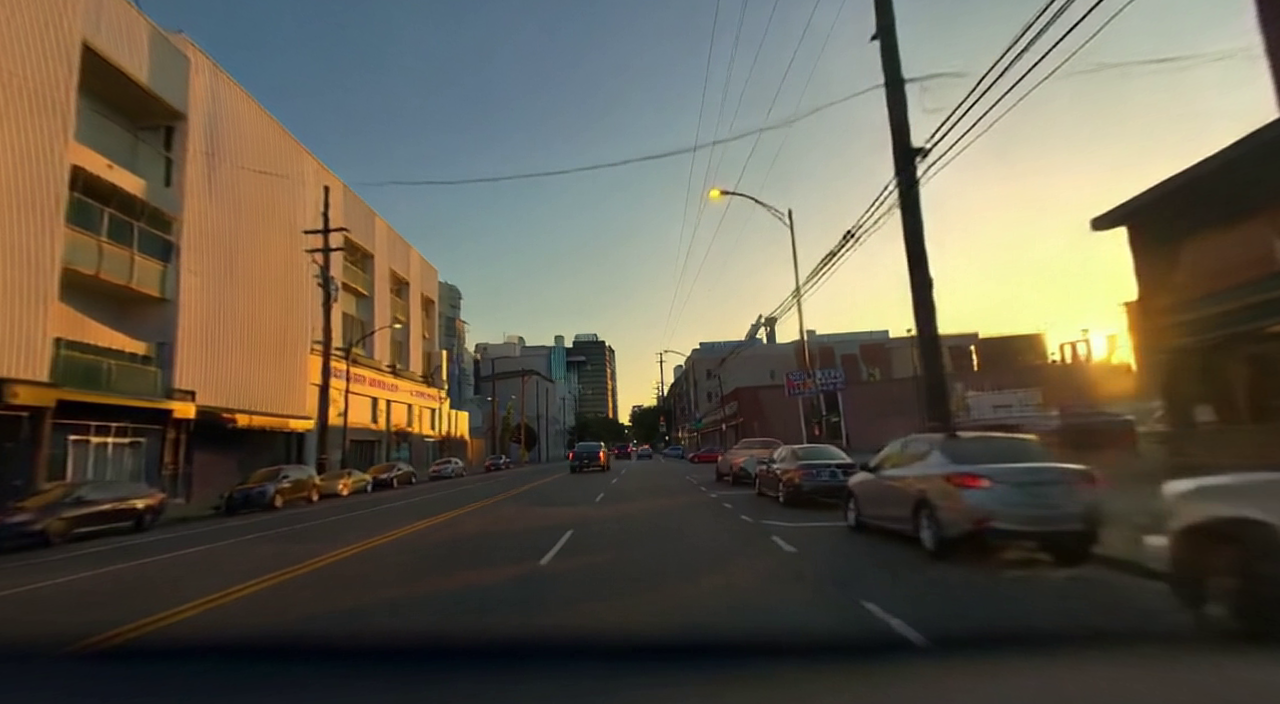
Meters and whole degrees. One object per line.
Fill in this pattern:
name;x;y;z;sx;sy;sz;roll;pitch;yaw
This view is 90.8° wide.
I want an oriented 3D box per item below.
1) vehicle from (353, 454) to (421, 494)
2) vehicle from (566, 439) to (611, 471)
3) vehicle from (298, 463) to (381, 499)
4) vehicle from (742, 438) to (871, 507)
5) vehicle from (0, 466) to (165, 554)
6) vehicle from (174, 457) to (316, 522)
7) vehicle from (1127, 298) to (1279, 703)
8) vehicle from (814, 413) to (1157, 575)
vehicle;-15.022;7.211;37.797;2.081;1.791;4.799;-6;-7;-1
vehicle;-3.211;6.504;40.080;2.348;1.831;4.737;0;-8;1
vehicle;-15.170;6.522;32.191;2.049;1.496;4.338;-1;-8;1
vehicle;3.915;2.915;15.754;1.862;1.451;4.544;0;-9;-1
vehicle;-15.164;4.080;16.547;2.020;1.695;4.629;-6;-7;-2
vehicle;-15.310;5.297;24.962;2.124;1.835;5.450;-6;-7;0
vehicle;3.762;0.423;0.682;2.180;1.847;5.196;0;-9;-2
vehicle;3.936;1.682;8.190;2.149;1.563;3.880;0;-9;-1
